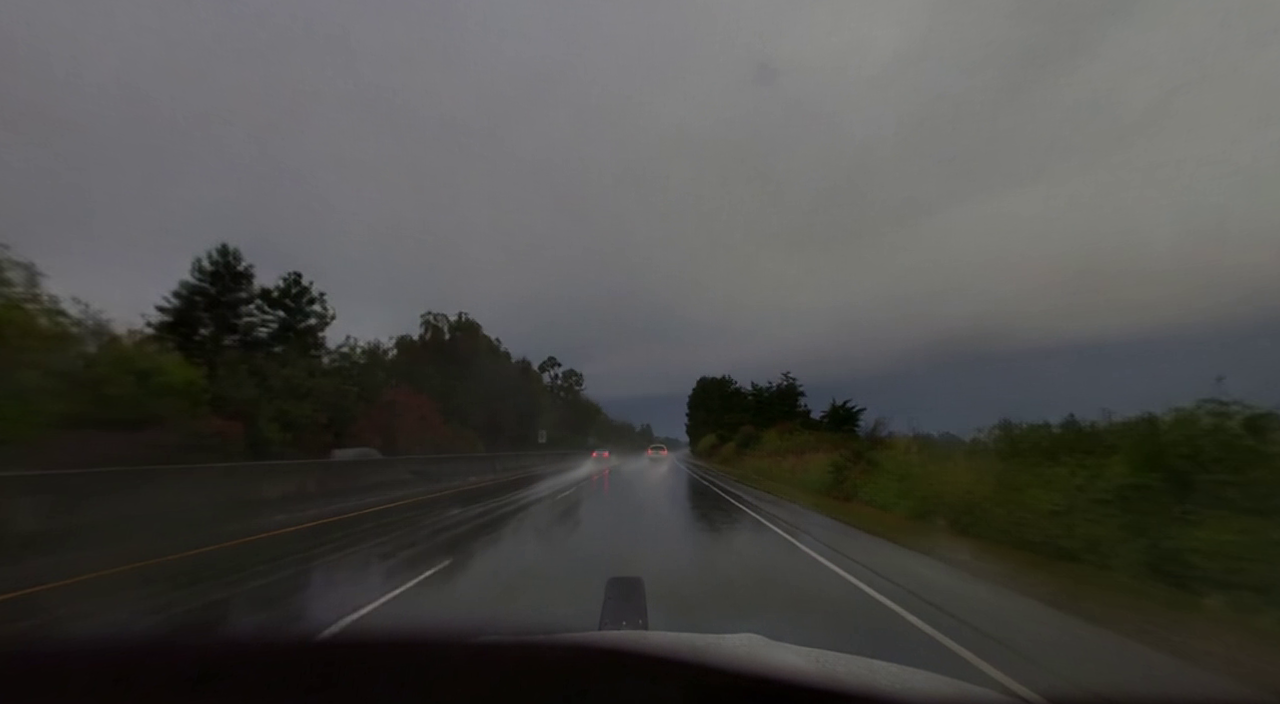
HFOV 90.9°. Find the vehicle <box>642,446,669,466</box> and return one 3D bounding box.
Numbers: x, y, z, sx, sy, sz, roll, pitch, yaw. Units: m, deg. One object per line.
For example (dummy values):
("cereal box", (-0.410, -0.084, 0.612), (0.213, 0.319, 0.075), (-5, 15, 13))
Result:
("vehicle", (1.168, 7.983, 48.353), (1.934, 1.488, 3.832), (0, -9, 1))
